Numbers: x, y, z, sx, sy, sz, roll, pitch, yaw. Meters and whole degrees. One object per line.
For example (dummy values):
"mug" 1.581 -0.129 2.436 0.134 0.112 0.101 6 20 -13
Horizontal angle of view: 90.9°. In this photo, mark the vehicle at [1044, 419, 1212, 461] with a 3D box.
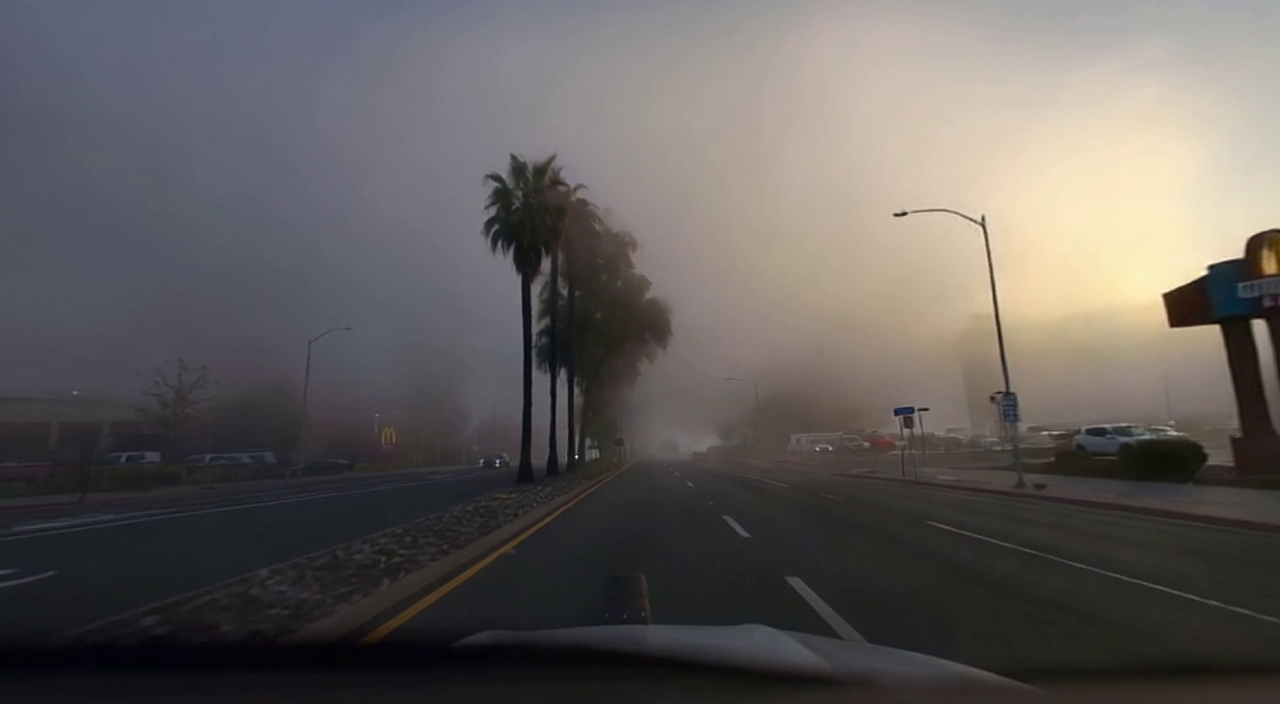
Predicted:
"vehicle" 18.559 3.391 24.177 4.691 1.545 1.900 -1 -8 4
